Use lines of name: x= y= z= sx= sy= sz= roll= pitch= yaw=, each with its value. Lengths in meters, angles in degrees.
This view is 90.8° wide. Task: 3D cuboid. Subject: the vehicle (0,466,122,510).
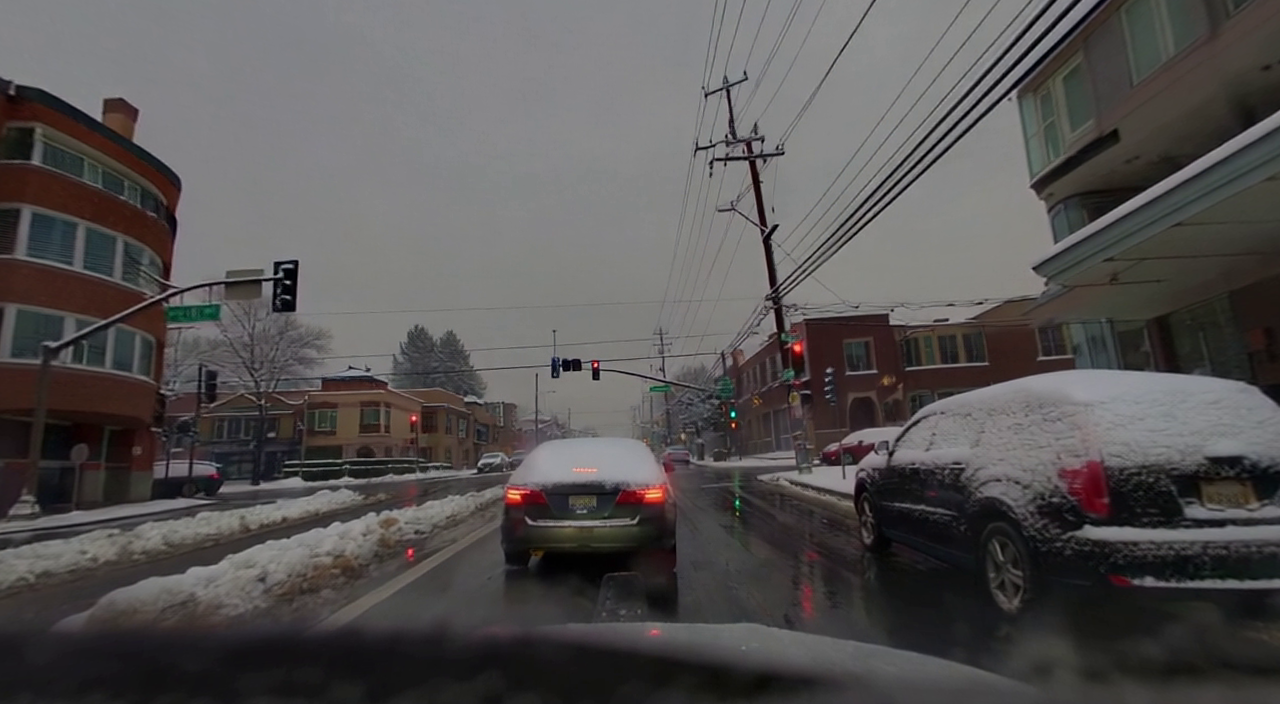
vehicle: x=-24.779 y=5.773 z=26.914 sx=3.891 sy=1.538 sz=1.698 roll=-4 pitch=-11 yaw=0

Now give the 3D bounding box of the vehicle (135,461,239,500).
vehicle: x=-25.354 y=7.220 z=35.466 sx=4.337 sy=1.739 sz=1.981 roll=-5 pitch=-11 yaw=1

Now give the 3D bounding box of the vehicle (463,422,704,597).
vehicle: x=-0.478 y=1.631 z=7.435 sx=2.019 sy=1.453 sz=4.129 roll=0 pitch=-8 yaw=0

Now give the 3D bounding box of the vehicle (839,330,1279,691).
vehicle: x=3.835 y=1.202 z=5.974 sx=2.248 sy=1.945 sz=5.011 roll=0 pitch=-8 yaw=0
